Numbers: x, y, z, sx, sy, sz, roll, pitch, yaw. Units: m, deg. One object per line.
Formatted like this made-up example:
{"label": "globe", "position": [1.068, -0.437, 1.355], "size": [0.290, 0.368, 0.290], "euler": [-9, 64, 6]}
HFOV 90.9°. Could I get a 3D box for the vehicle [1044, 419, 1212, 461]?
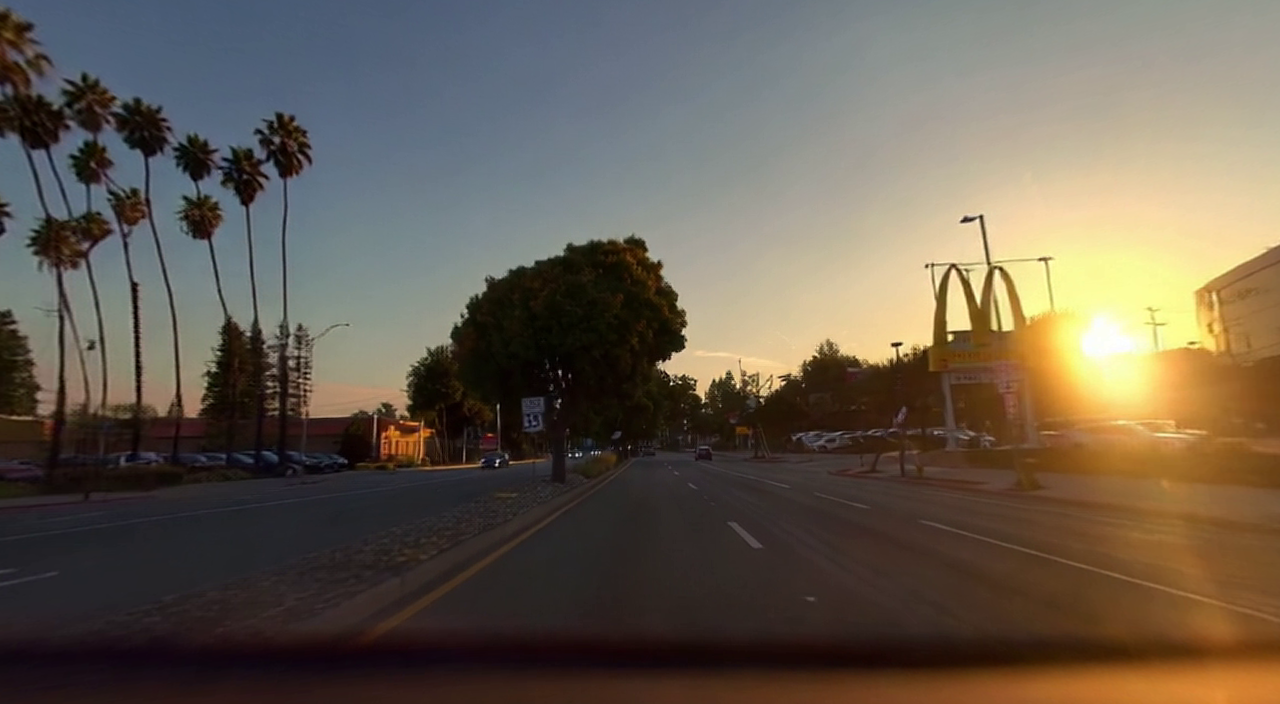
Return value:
{"label": "vehicle", "position": [18.559, 3.391, 24.177], "size": [4.691, 1.545, 1.900], "euler": [-1, -8, 4]}
